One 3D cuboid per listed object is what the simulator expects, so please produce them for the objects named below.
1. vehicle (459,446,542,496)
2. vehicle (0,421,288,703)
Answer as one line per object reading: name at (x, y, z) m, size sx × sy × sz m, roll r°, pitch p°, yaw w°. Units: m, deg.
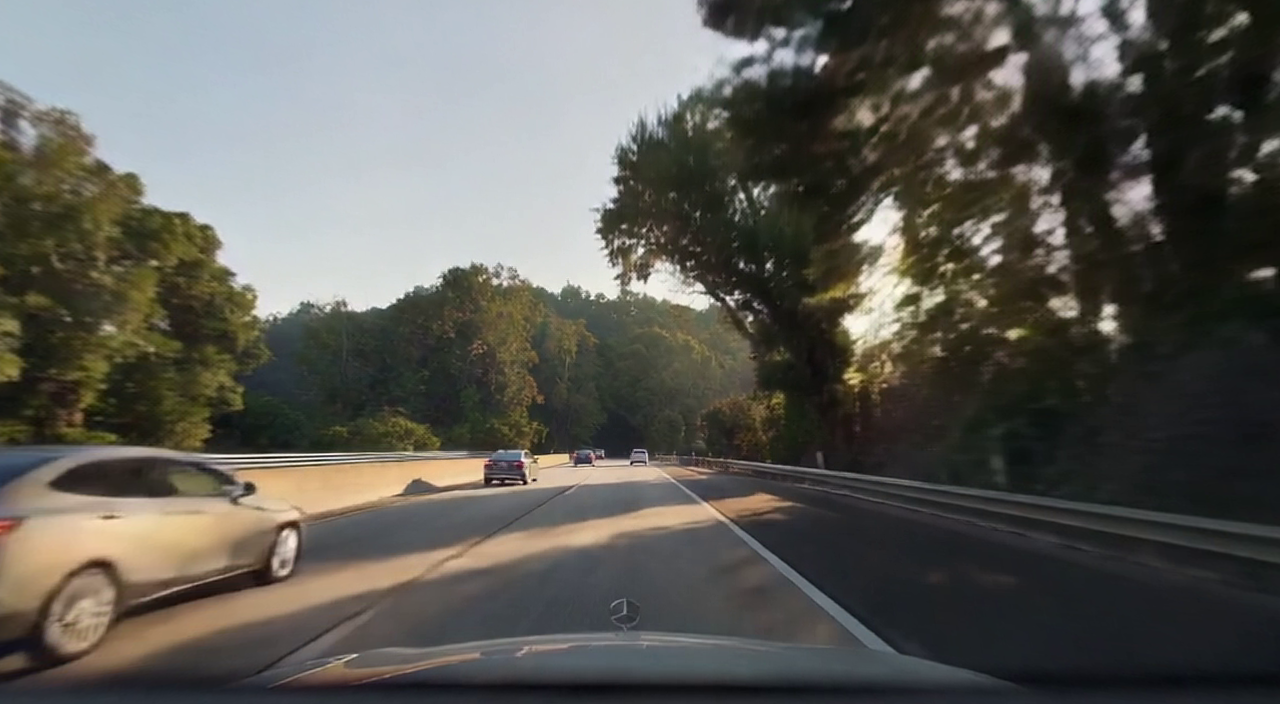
vehicle at (-4.607, 3.974, 21.504) m, size 1.838 × 1.508 × 4.317 m, roll 0°, pitch -9°, yaw 0°
vehicle at (-4.049, 1.160, 3.550) m, size 1.897 × 1.481 × 3.859 m, roll 0°, pitch -9°, yaw 0°
